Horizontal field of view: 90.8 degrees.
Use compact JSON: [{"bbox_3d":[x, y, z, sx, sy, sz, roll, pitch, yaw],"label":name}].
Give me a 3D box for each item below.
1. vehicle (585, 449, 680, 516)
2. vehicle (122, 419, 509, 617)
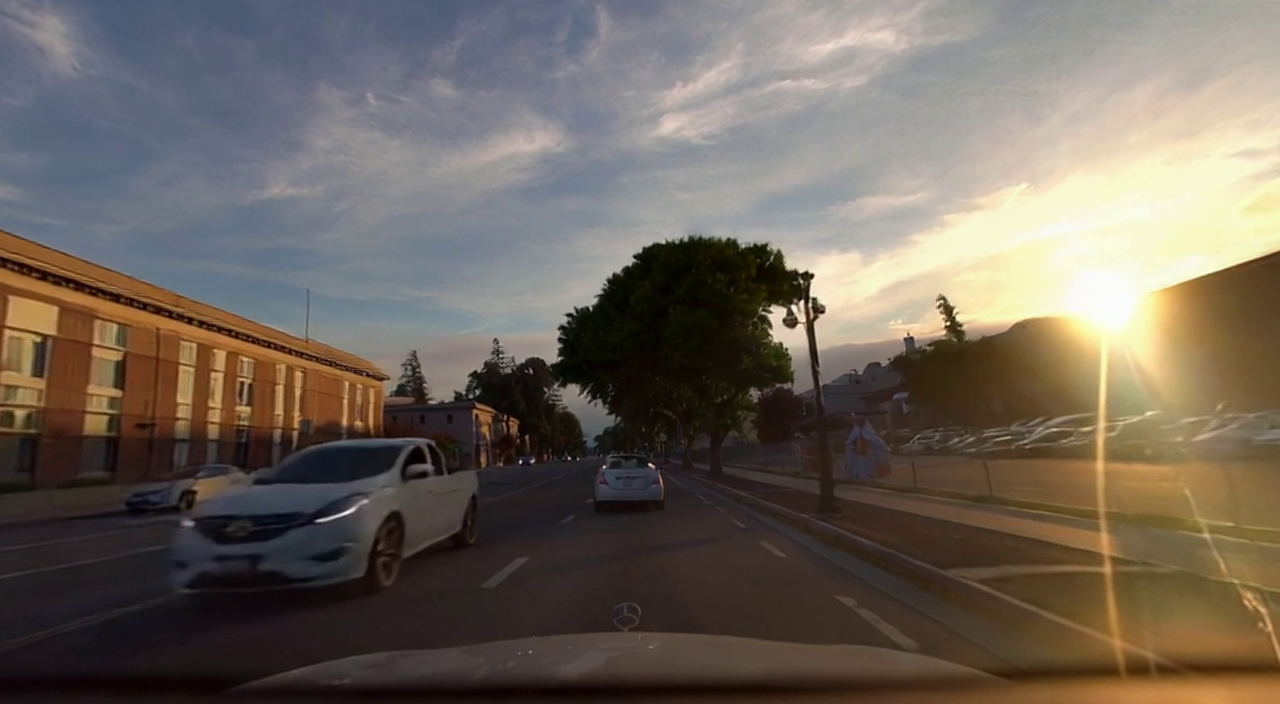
[{"bbox_3d":[-0.179,3.293,16.369,2.116,1.479,4.358,0,-10,0],"label":"vehicle"},{"bbox_3d":[-3.316,1.839,7.940,2.294,1.695,4.792,0,-10,0],"label":"vehicle"}]
